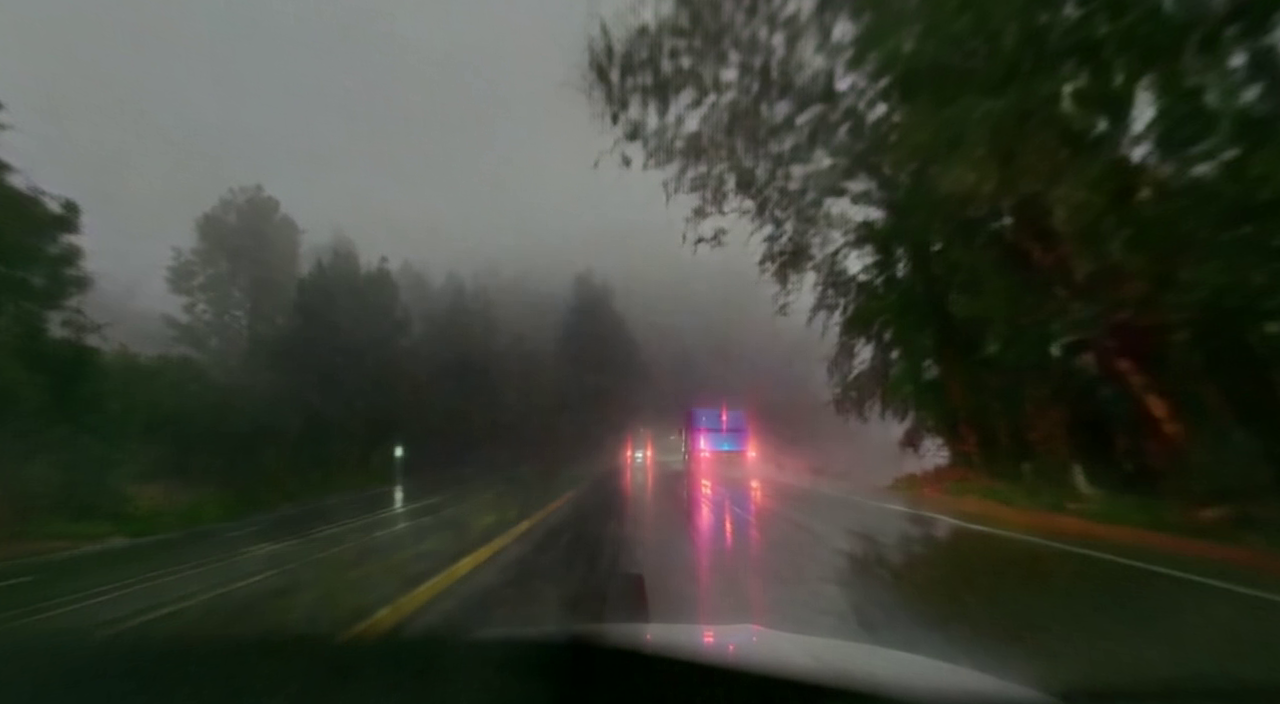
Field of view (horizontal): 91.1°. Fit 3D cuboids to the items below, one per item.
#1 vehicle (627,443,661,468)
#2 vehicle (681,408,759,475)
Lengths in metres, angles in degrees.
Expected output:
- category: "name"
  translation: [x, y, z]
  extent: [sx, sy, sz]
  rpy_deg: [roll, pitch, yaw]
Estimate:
- category: "vehicle"
  translation: [0.265, 6.895, 41.921]
  extent: [2.170, 1.544, 4.373]
  rpy_deg: [0, -8, 0]
- category: "vehicle"
  translation: [4.101, 4.889, 34.211]
  extent: [3.015, 3.211, 7.982]
  rpy_deg: [0, -8, -1]
